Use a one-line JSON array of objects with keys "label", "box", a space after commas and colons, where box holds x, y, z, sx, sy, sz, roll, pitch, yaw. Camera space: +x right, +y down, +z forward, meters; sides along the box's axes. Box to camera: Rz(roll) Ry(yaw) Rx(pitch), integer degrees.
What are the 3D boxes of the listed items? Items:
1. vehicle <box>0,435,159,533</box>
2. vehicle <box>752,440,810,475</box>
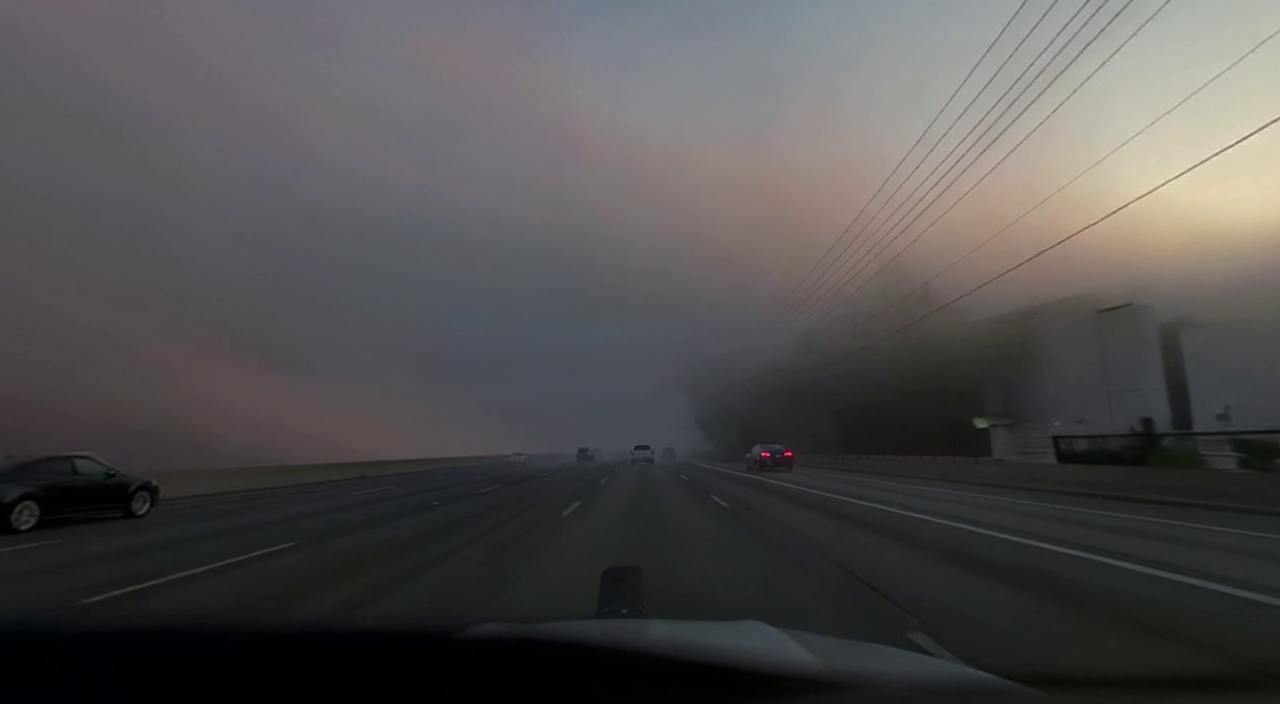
[{"label": "vehicle", "box": [-10.935, 2.212, 10.851, 1.931, 1.515, 4.192, 0, -8, 1]}, {"label": "vehicle", "box": [7.294, 5.495, 33.038, 1.937, 1.698, 4.322, 0, -8, -2]}]
